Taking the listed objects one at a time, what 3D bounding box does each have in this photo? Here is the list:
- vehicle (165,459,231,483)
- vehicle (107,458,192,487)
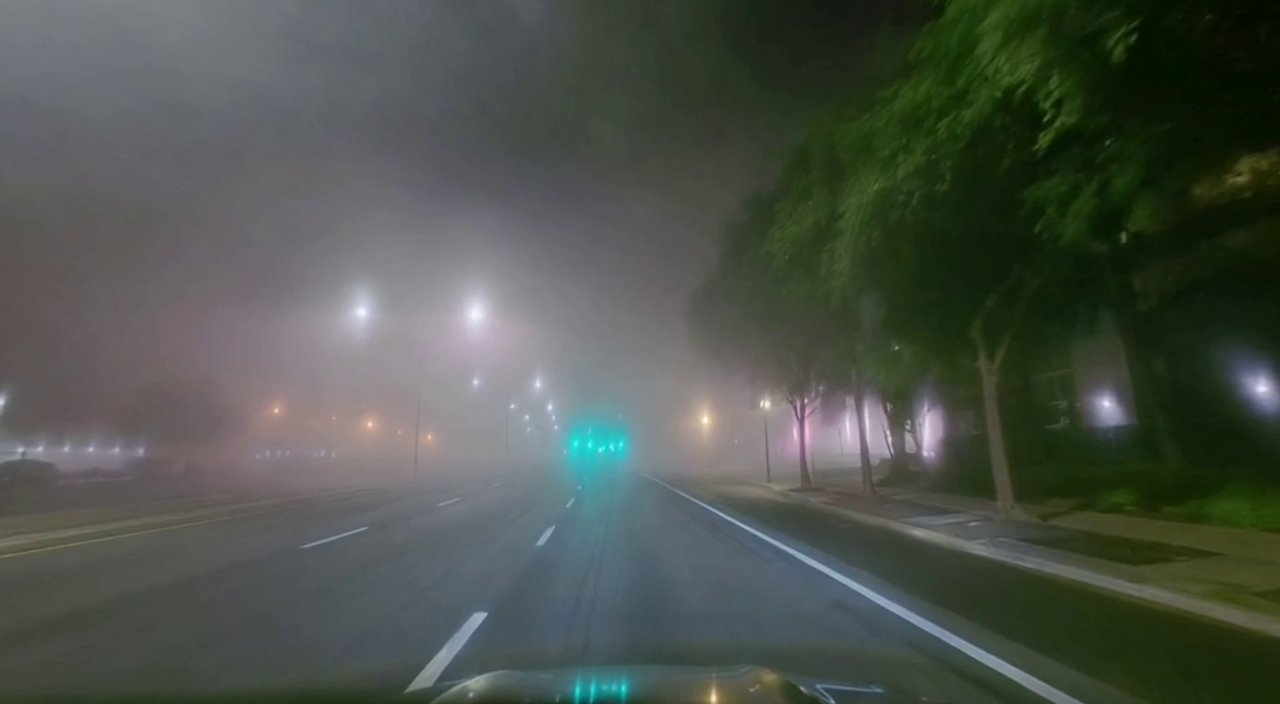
[{"bbox_3d":[-34.028,9.156,48.785,2.034,1.618,4.667,1,-8,-6],"label":"vehicle"},{"bbox_3d":[-33.479,8.206,43.326,2.031,1.789,5.081,1,-8,-5],"label":"vehicle"}]
